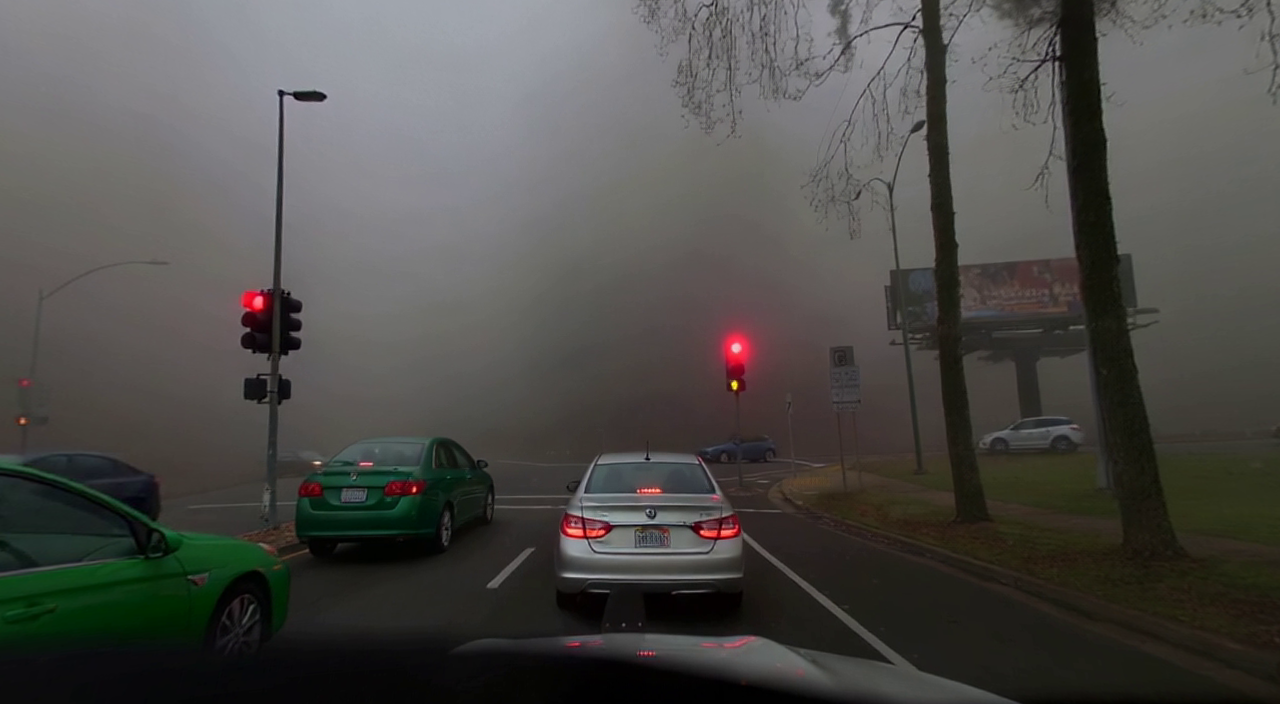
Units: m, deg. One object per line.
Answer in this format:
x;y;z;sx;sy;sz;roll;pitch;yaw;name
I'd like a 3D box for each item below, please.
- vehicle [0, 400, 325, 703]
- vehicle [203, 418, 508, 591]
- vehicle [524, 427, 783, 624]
-3.144;0.975;2.422;1.808;1.520;3.846;-1;-9;1;vehicle
-3.161;1.783;8.136;1.950;1.628;4.082;-1;-9;1;vehicle
0.035;1.595;6.624;1.977;1.467;3.474;0;-9;-2;vehicle
